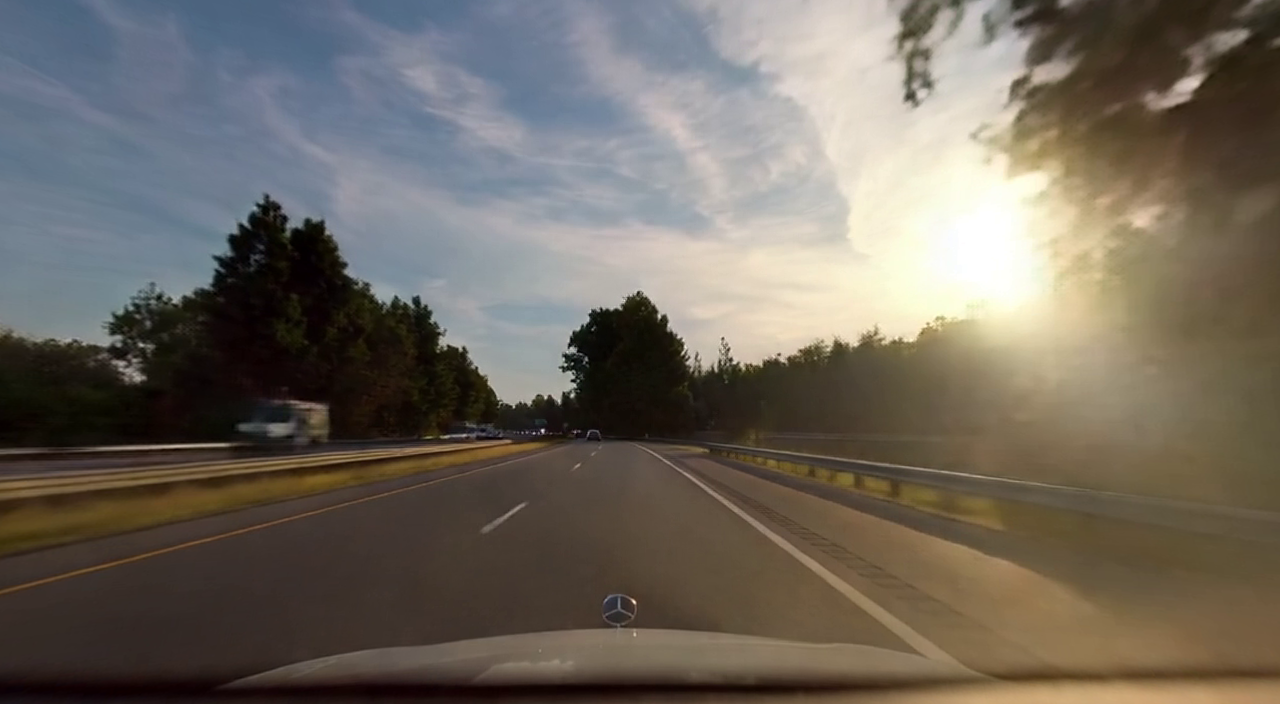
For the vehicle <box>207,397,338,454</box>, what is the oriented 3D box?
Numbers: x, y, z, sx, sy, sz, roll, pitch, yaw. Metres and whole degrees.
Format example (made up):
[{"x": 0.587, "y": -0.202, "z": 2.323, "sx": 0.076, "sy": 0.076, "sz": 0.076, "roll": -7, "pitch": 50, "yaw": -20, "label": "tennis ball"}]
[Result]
[{"x": -18.098, "y": 3.751, "z": 31.560, "sx": 2.609, "sy": 2.539, "sz": 6.751, "roll": 0, "pitch": -8, "yaw": -2, "label": "vehicle"}]
